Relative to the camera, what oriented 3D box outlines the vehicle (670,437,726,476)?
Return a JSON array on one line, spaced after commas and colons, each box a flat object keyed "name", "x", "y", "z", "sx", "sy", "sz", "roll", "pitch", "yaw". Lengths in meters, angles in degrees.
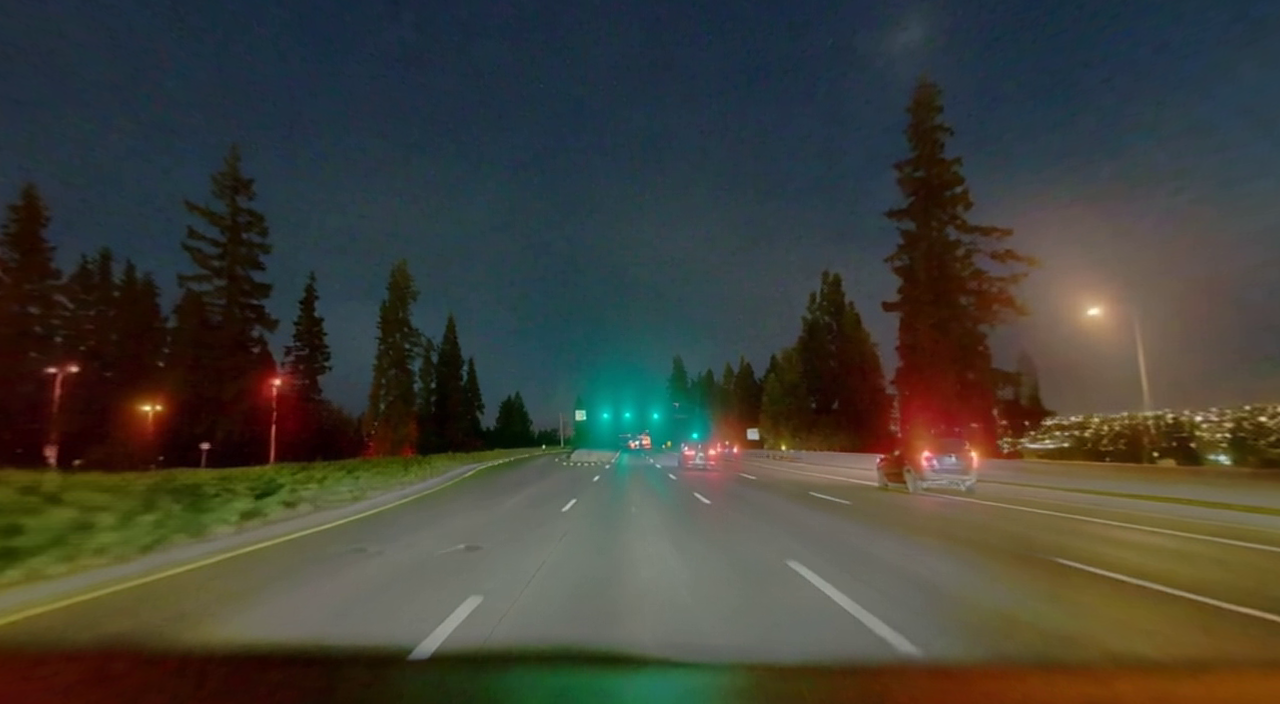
[{"name": "vehicle", "x": 2.652, "y": 4.944, "z": 30.068, "sx": 2.066, "sy": 1.683, "sz": 4.675, "roll": 0, "pitch": -8, "yaw": -2}]
